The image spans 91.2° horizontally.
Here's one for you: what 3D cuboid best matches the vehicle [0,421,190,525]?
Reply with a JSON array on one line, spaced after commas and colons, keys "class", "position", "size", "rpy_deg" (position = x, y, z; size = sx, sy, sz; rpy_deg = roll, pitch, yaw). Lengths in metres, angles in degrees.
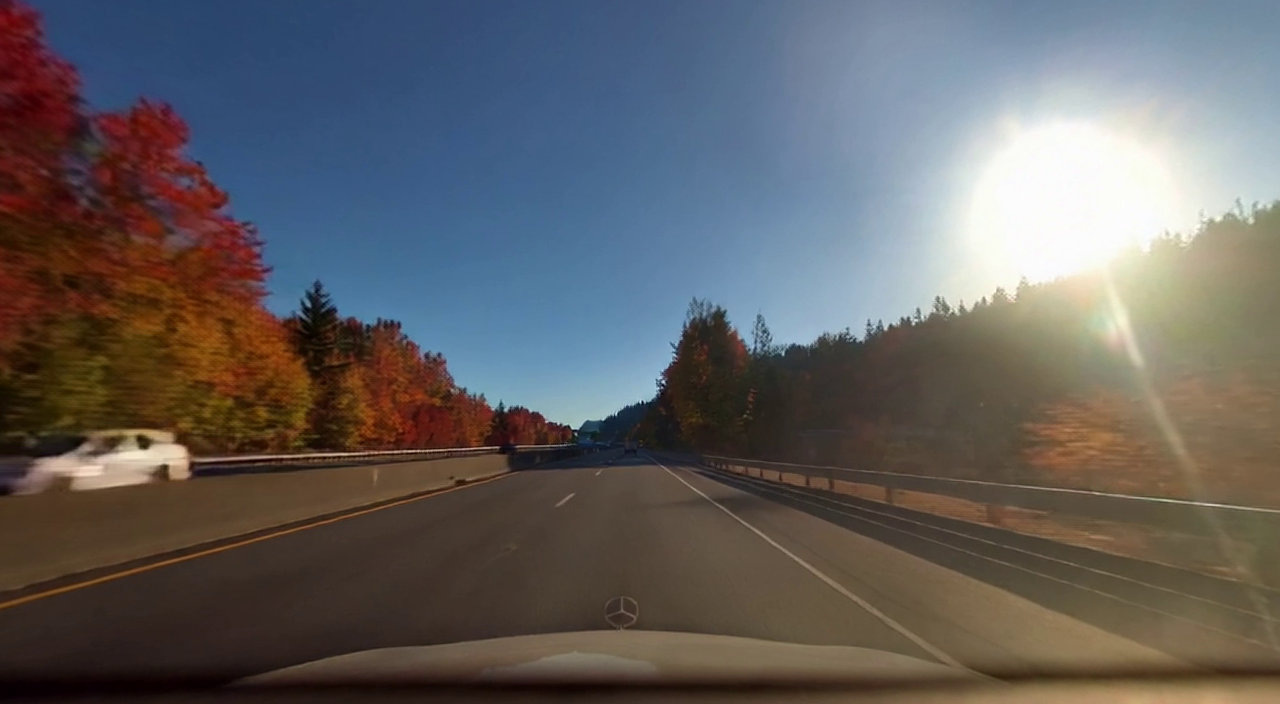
[{"class": "vehicle", "position": [-10.653, 2.129, 11.371], "size": [1.868, 1.555, 4.174], "rpy_deg": [0, -9, -1]}]
